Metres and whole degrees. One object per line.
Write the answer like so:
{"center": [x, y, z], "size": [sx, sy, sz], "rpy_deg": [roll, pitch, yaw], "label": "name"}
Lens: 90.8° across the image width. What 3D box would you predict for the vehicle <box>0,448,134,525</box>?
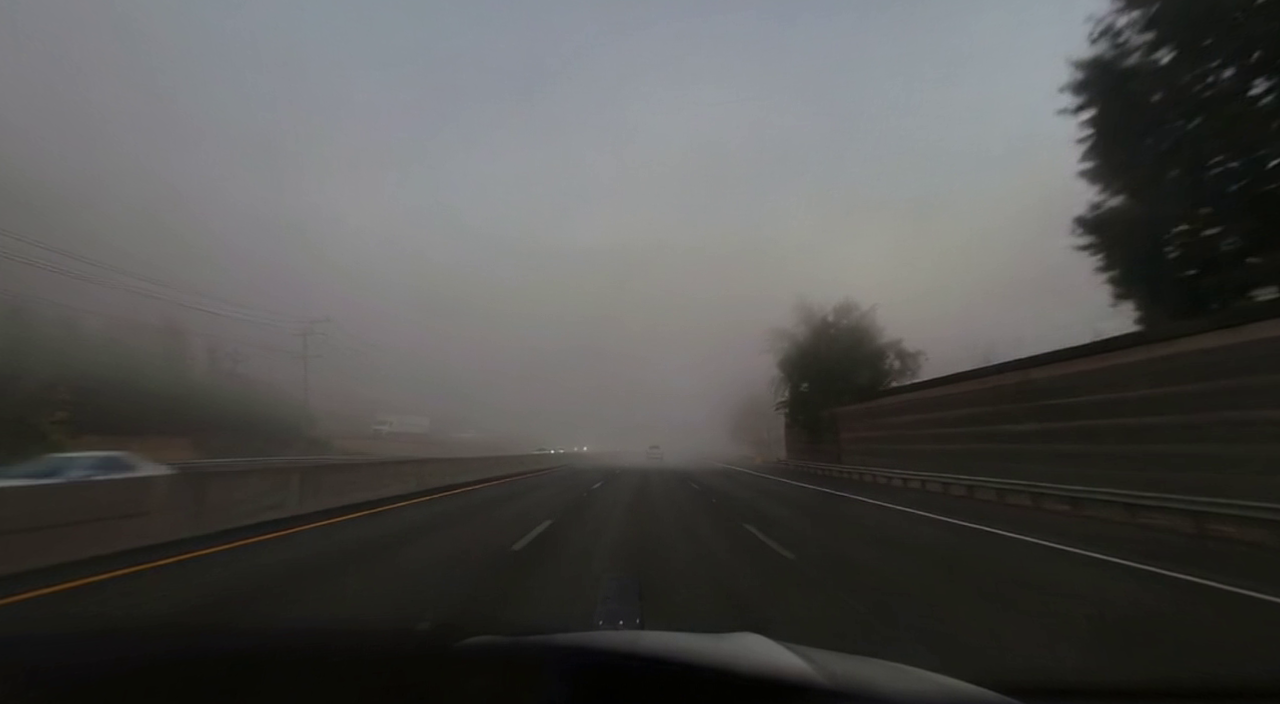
{"center": [-12.213, 2.577, 12.410], "size": [1.658, 1.363, 3.429], "rpy_deg": [0, -9, 0], "label": "vehicle"}
